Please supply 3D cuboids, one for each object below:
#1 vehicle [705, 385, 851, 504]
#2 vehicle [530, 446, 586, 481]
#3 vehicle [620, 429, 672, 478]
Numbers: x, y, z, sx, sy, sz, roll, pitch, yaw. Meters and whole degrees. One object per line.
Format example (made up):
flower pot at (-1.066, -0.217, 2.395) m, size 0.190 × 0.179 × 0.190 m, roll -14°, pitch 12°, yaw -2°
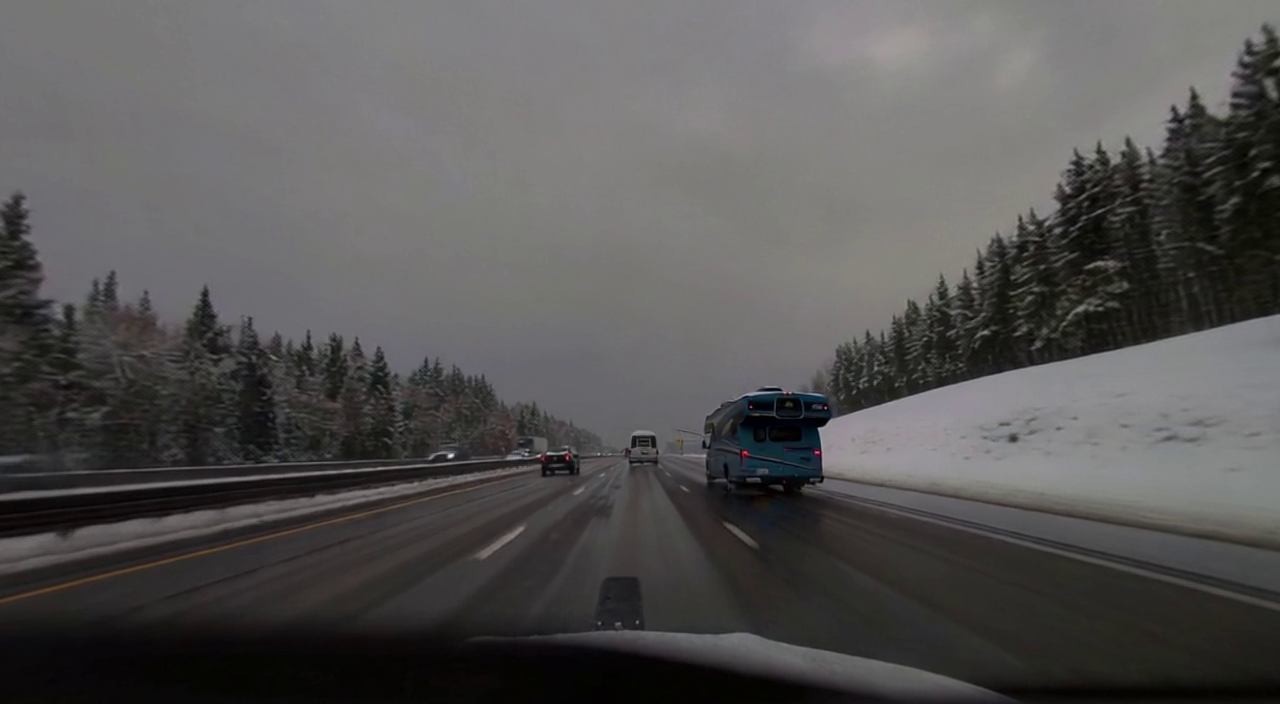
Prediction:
vehicle at (3.779, 2.826, 19.247) m, size 2.607 × 2.910 × 7.252 m, roll 0°, pitch -9°, yaw -2°
vehicle at (-3.750, 5.218, 29.708) m, size 1.959 × 1.502 × 4.559 m, roll 0°, pitch -9°, yaw 1°
vehicle at (0.280, 5.306, 33.084) m, size 2.524 × 2.310 × 4.986 m, roll 0°, pitch -9°, yaw 0°
